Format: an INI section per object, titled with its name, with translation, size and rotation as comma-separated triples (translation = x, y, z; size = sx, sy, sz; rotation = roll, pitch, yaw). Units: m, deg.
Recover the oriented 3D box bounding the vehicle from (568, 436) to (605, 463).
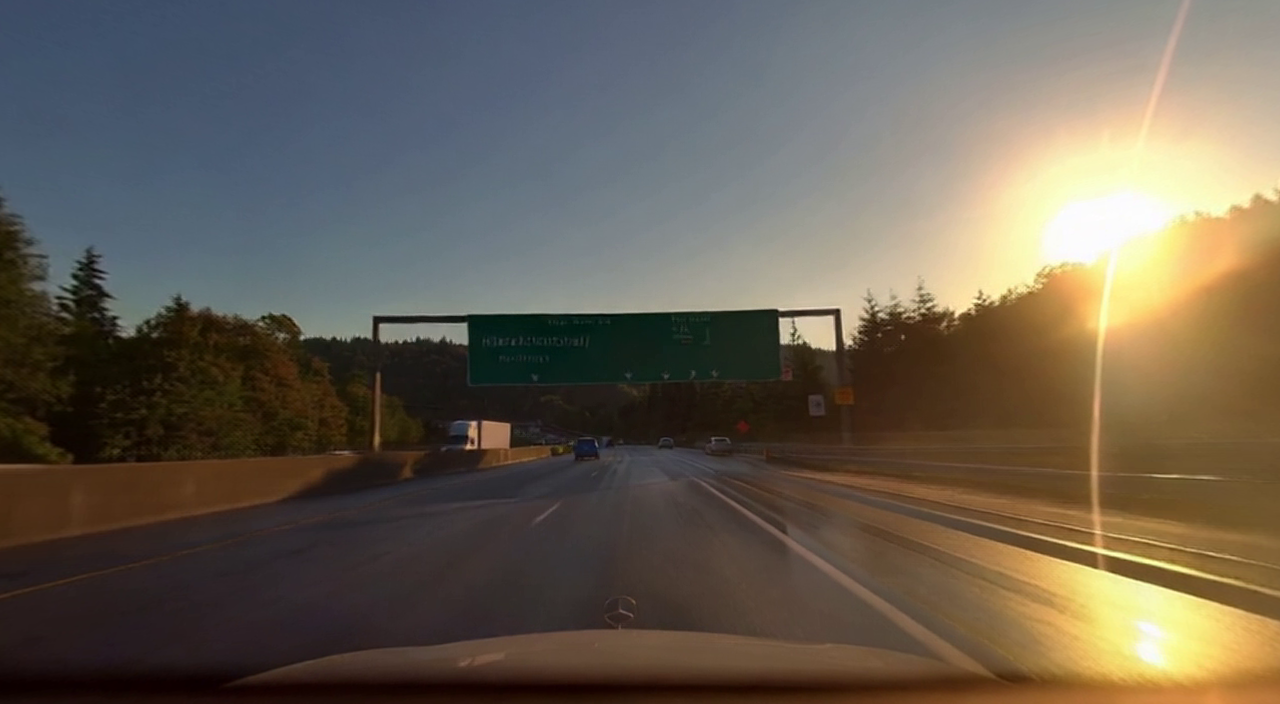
[vehicle]
translation = -3.403, 6.317, 40.797
size = 2.125, 1.662, 4.336
rotation = 0, -8, -1
